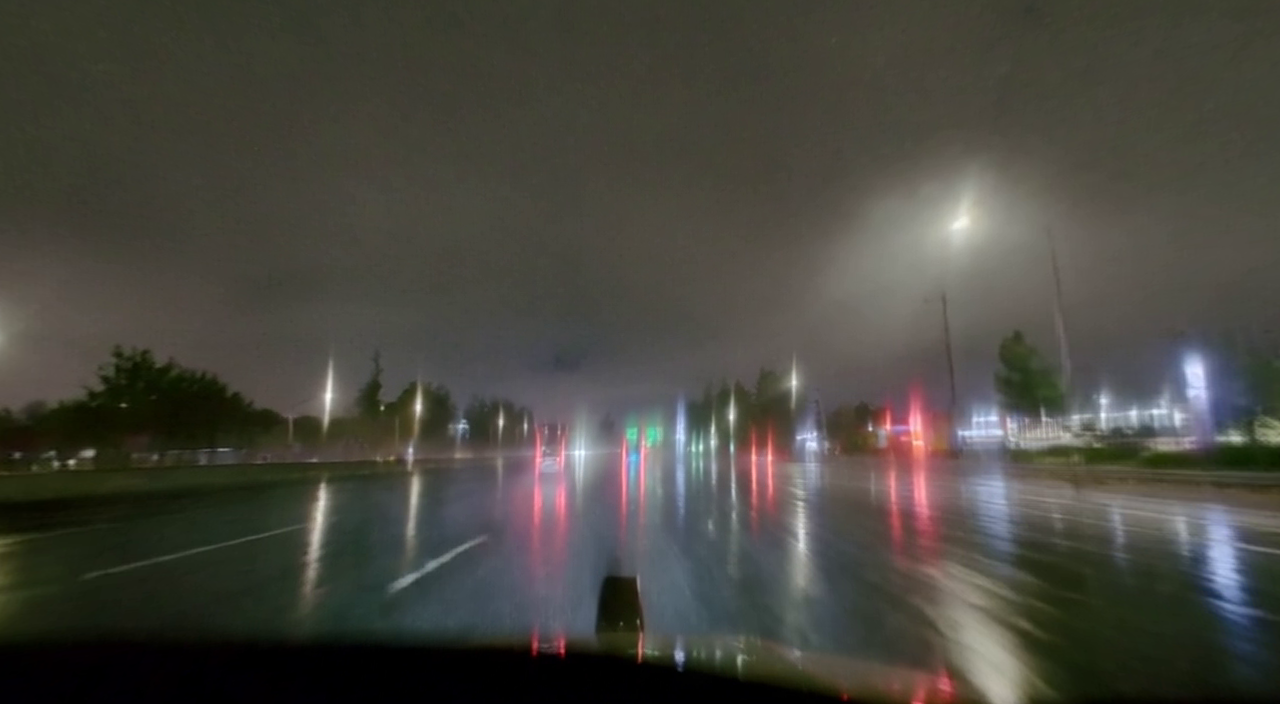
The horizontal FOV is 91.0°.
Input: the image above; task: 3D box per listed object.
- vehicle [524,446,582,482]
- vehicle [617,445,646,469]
[{"bbox_3d":[-4.034,5.292,29.959,2.071,1.553,4.388,0,-9,1],"label":"vehicle"},{"bbox_3d":[-0.607,7.908,47.501,2.102,1.692,4.057,0,-9,1],"label":"vehicle"}]
